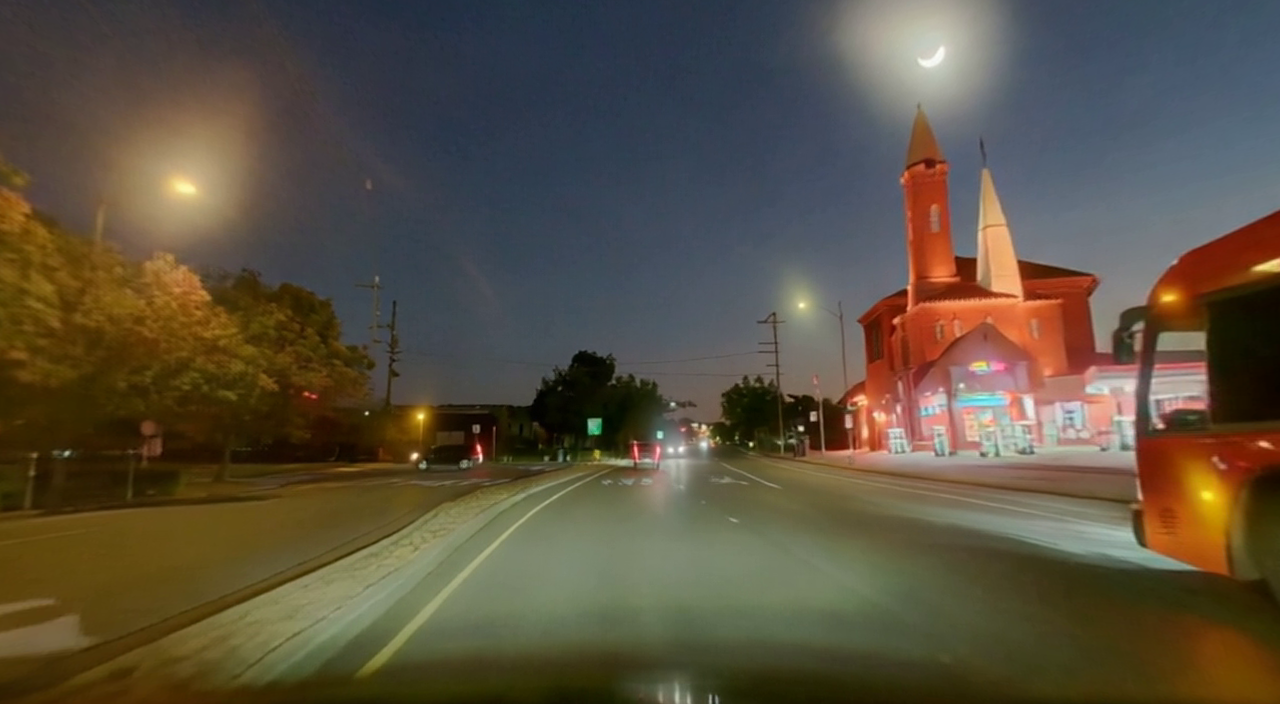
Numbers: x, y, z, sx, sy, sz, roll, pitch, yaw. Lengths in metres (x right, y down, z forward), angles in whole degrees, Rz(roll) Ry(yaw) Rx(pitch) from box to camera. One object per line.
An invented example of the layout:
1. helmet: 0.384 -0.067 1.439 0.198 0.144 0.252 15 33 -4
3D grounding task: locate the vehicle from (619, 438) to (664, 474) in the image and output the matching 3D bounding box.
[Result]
1. vehicle: 0.132 5.049 30.792 2.032 1.621 4.082 0 -8 2

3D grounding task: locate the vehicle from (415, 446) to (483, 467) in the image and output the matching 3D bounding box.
1. vehicle: -14.046 7.688 46.685 2.210 1.493 4.430 -6 -10 33

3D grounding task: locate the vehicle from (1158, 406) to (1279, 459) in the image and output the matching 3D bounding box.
1. vehicle: 25.378 3.461 27.188 4.262 2.188 2.087 0 -7 -1
